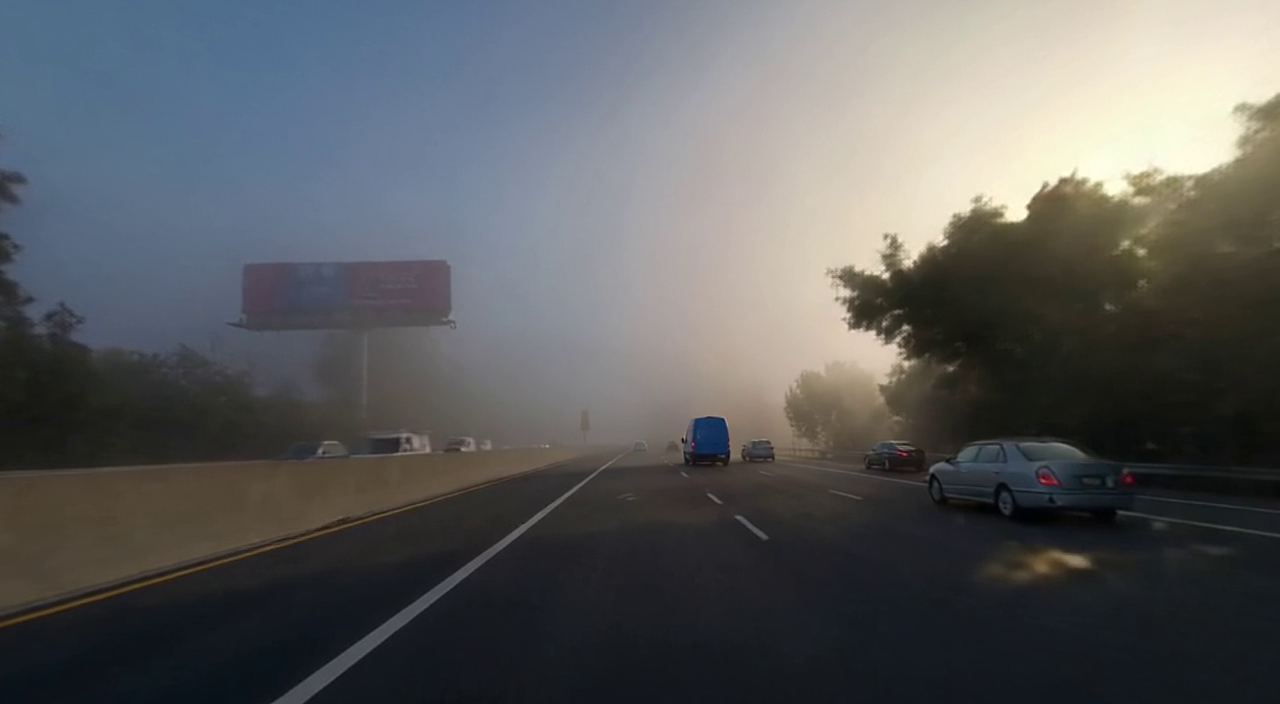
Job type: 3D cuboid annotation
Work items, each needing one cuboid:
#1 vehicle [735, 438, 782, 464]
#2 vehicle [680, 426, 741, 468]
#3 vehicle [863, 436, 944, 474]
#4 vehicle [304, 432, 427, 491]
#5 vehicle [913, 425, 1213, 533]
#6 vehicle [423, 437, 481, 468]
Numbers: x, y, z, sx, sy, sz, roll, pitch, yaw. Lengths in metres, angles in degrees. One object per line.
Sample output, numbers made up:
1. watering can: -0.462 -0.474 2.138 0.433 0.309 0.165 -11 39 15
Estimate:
1. vehicle: 7.245 6.116 38.806 2.099 1.510 3.784 0 -8 -1
2. vehicle: 3.699 5.194 34.292 2.546 2.087 5.404 0 -8 -2
3. vehicle: 11.324 4.447 27.297 1.874 1.496 3.586 0 -8 -1
4. vehicle: -10.025 4.013 23.516 2.328 1.850 5.141 -2 -8 0
5. vehicle: 7.094 2.166 11.417 2.003 1.517 4.936 0 -8 0
6. vehicle: -13.737 7.388 46.326 2.442 2.115 5.788 0 -8 0
